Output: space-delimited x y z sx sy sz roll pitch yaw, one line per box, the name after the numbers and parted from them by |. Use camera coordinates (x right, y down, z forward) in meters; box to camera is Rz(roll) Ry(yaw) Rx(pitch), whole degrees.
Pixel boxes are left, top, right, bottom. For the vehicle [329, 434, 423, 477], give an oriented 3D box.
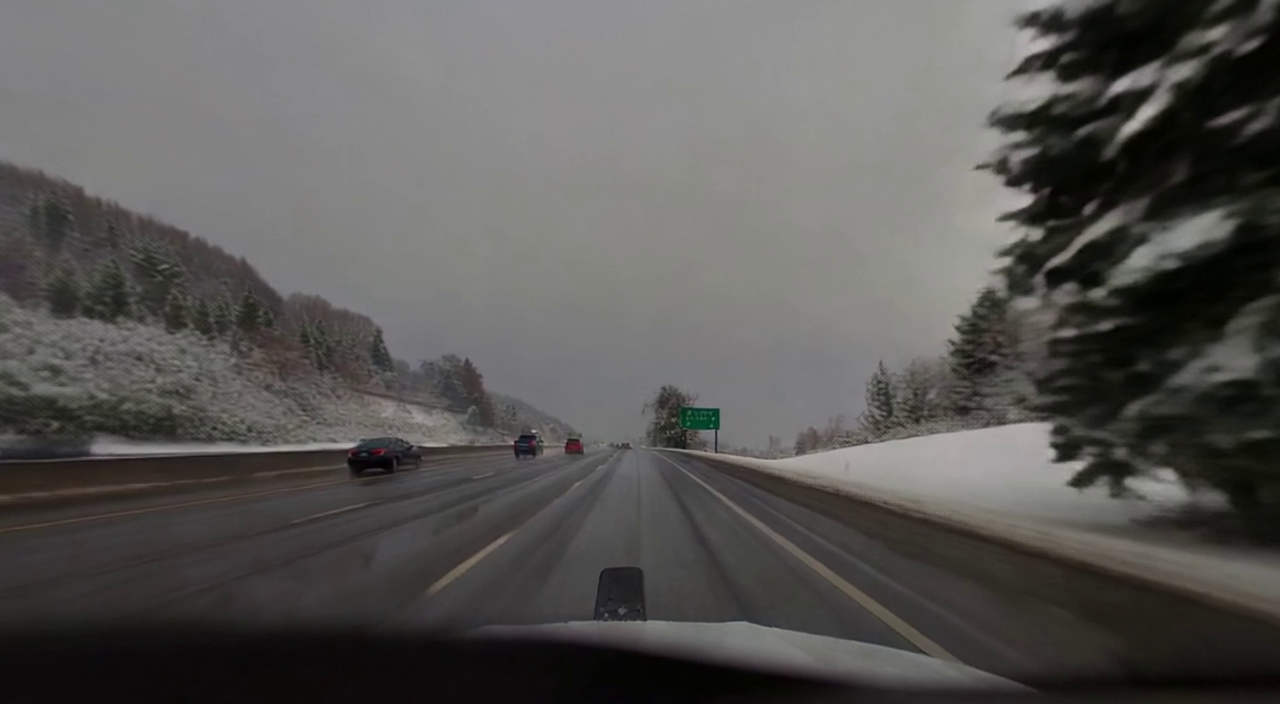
-11.062 4.352 26.703 2.001 1.625 4.528 0 -8 0 | vehicle

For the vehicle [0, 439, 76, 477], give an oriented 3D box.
-29.237 4.885 29.107 1.881 1.635 4.610 1 -8 0 | vehicle
